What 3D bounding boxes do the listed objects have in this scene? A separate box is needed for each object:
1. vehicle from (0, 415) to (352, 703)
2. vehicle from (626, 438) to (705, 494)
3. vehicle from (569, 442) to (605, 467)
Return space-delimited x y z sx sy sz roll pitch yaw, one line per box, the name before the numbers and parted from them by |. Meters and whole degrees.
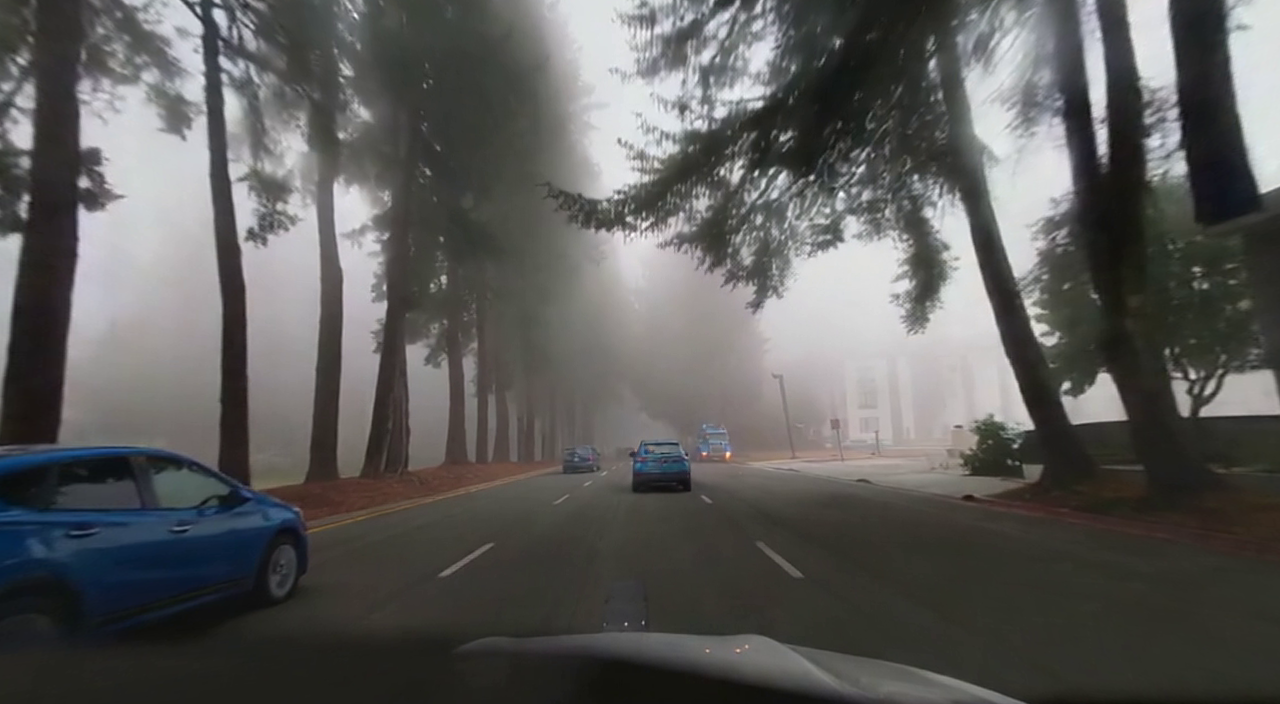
vehicle | -4.048 1.248 4.138 2.003 1.507 4.808 -1 -9 1
vehicle | 0.657 3.312 18.656 2.086 1.466 4.026 0 -8 -1
vehicle | -3.594 7.052 43.554 2.062 1.641 4.193 0 -9 1
